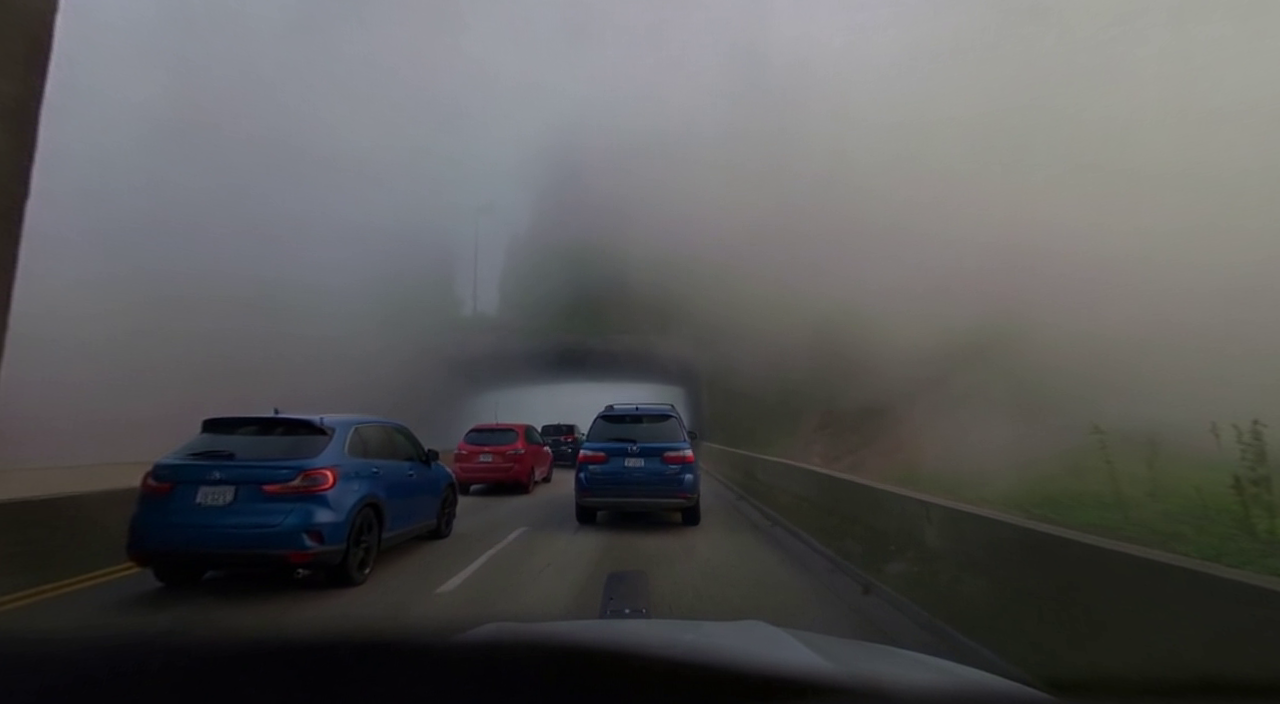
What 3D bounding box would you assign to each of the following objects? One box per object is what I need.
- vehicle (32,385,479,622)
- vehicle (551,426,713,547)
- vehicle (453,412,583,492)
[{"bbox_3d":[-3.480,1.473,7.079,2.017,1.761,4.572,0,-9,2],"label":"vehicle"},{"bbox_3d":[-0.015,1.977,9.932,2.020,1.478,4.092,0,-9,3],"label":"vehicle"},{"bbox_3d":[-3.245,2.878,18.341,2.329,1.948,5.800,-1,-9,3],"label":"vehicle"}]
